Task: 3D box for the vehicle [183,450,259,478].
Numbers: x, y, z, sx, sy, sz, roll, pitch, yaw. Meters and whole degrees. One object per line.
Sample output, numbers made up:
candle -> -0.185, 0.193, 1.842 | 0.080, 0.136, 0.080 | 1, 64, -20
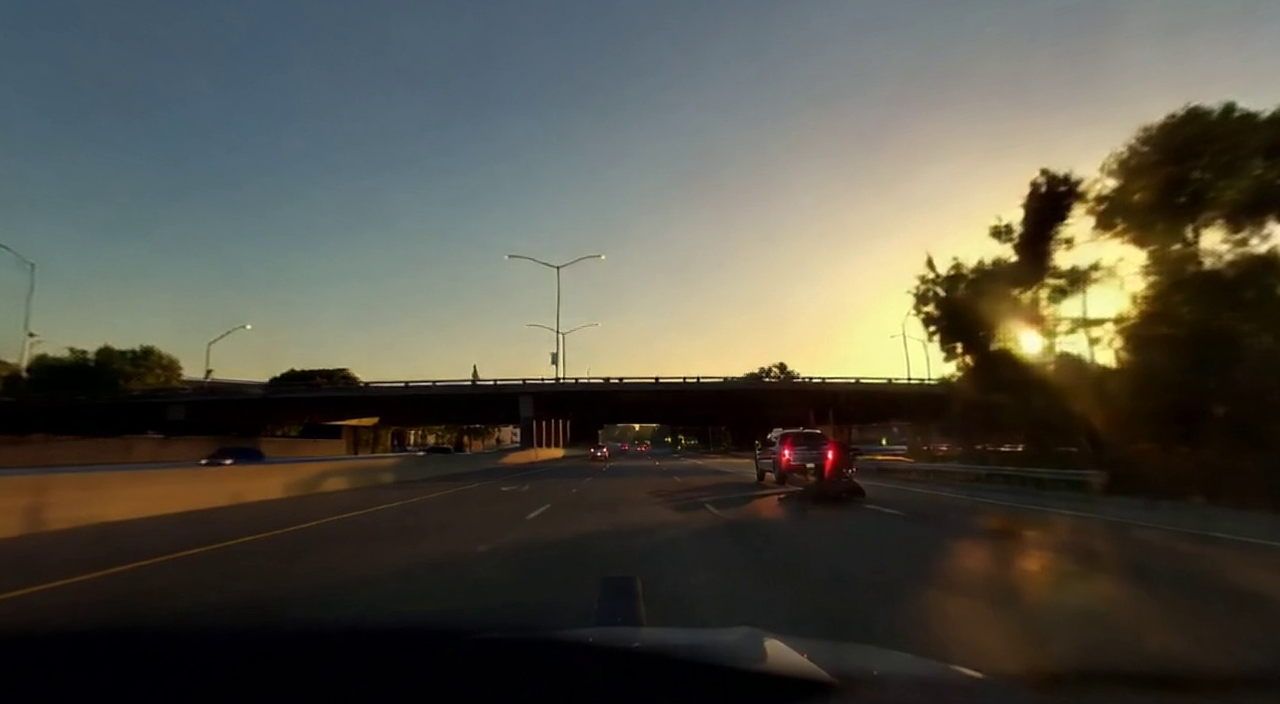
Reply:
vehicle -> -27.860, 7.431, 42.219 | 1.994, 1.682, 4.665 | 0, -9, -2
